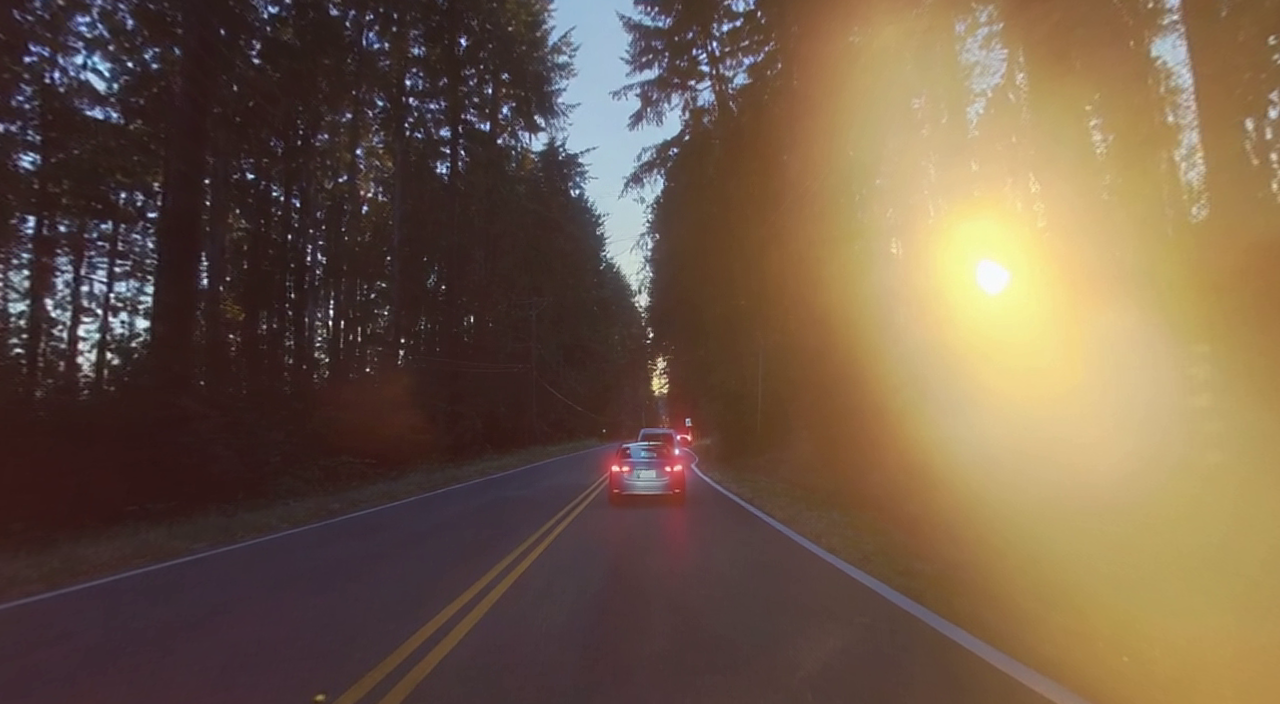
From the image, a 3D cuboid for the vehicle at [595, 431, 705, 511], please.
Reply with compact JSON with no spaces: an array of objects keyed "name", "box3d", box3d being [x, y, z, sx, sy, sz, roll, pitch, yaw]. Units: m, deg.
[{"name":"vehicle","box3d":[0.168,2.541,13.916,2.081,1.503,3.726,0,-8,-1]}]
